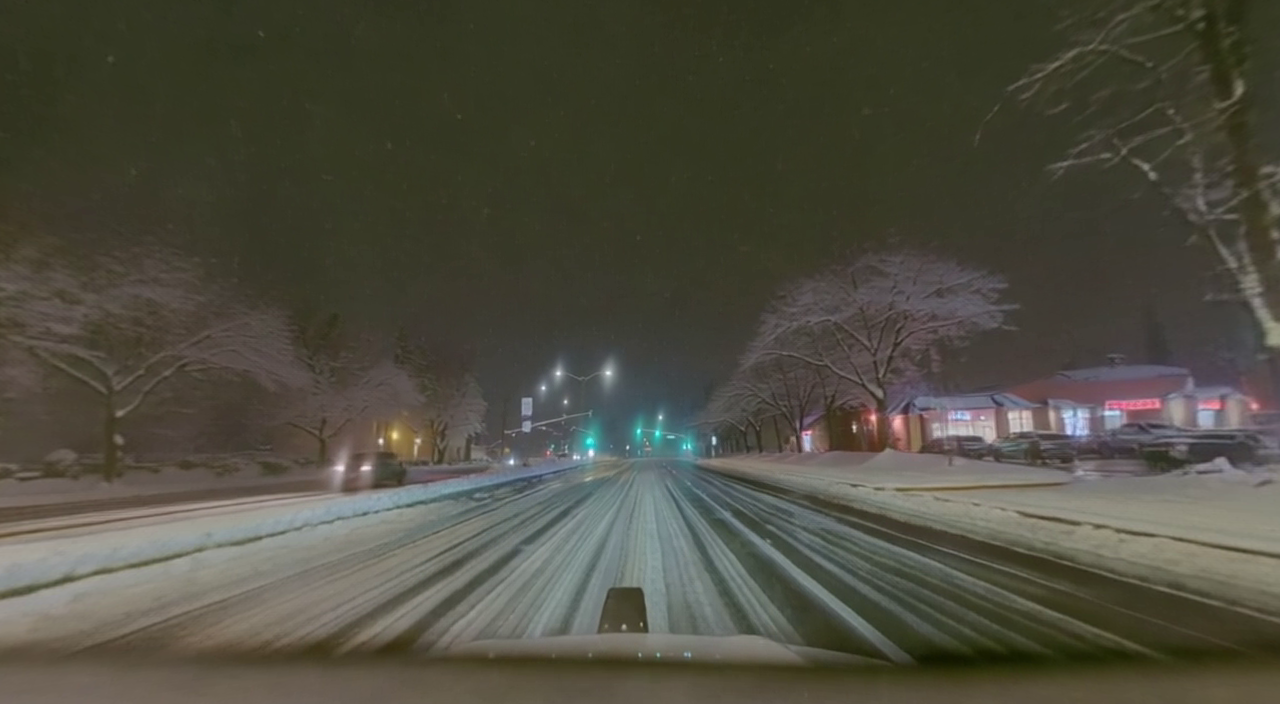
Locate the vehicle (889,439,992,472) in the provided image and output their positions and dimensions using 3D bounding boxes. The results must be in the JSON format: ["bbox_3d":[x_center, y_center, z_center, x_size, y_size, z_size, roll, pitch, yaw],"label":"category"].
[{"bbox_3d":[17.066,5.913,35.803,4.720,1.769,2.229,0,-9,-4],"label":"vehicle"}]

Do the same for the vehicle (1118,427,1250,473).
[{"bbox_3d":[27.023,4.894,31.299,4.569,1.929,2.084,-3,-10,-3],"label":"vehicle"}]

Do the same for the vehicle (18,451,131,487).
[{"bbox_3d":[-36.350,7.491,40.585,2.219,2.066,5.369,0,-9,1],"label":"vehicle"}]

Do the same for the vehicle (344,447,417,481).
[{"bbox_3d":[-15.638,6.741,38.169,2.266,1.924,5.024,0,-9,1],"label":"vehicle"}]

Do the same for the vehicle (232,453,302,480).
[{"bbox_3d":[-28.951,8.881,48.971,2.199,1.859,5.442,0,-9,0],"label":"vehicle"}]

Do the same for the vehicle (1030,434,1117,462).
[{"bbox_3d":[29.556,6.547,42.882,4.342,1.641,1.975,-2,-8,0],"label":"vehicle"}]

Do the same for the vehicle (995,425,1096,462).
[{"bbox_3d":[29.591,6.723,46.012,5.590,2.528,2.339,-1,-9,2],"label":"vehicle"}]

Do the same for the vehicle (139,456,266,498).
[{"bbox_3d":[-19.108,5.433,27.754,2.040,1.609,4.872,0,-9,1],"label":"vehicle"}]
